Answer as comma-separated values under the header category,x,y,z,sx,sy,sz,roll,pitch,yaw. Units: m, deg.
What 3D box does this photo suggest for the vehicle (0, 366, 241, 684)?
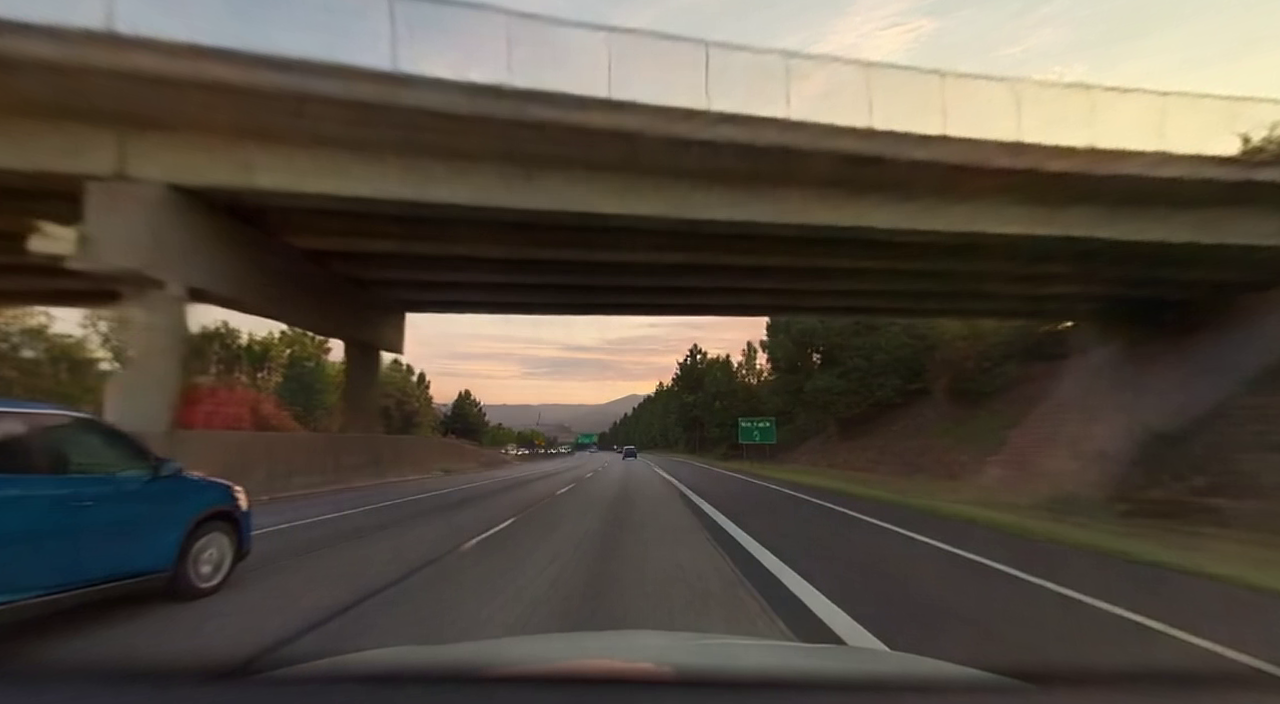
category,x,y,z,sx,sy,sz,roll,pitch,yaw
vehicle,-4.673,0.912,3.173,2.221,1.750,4.706,0,-9,0
